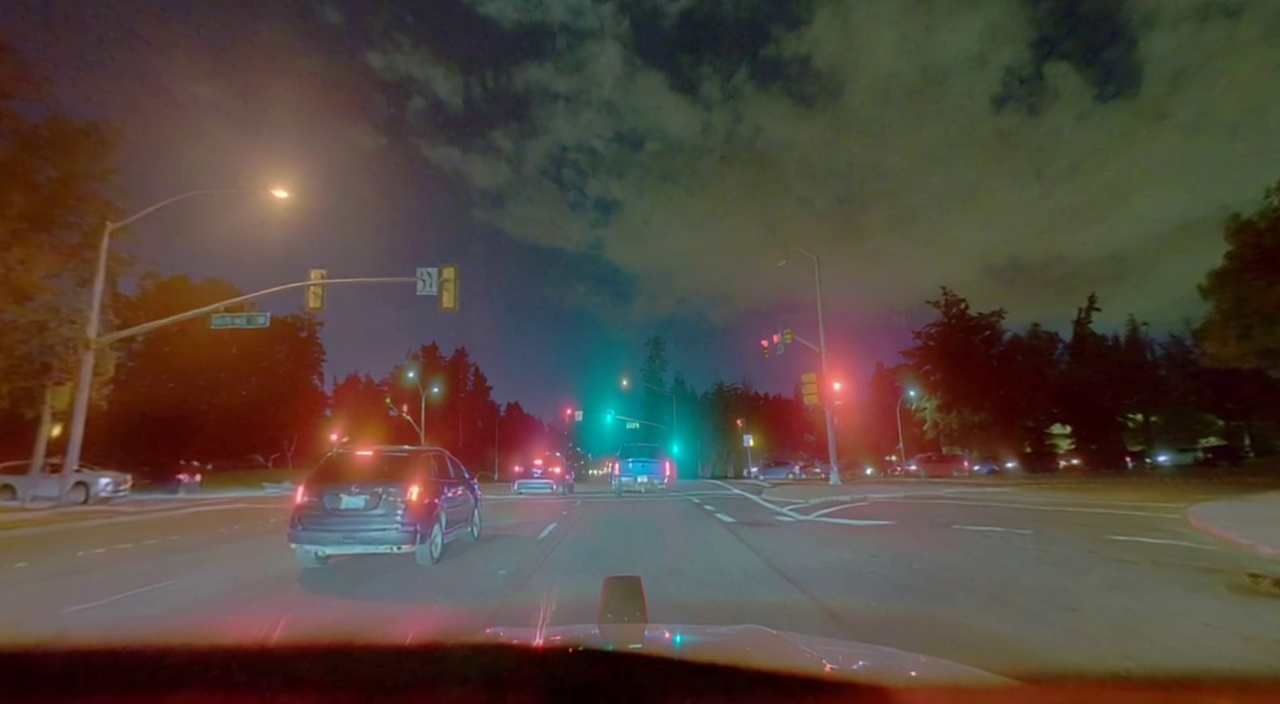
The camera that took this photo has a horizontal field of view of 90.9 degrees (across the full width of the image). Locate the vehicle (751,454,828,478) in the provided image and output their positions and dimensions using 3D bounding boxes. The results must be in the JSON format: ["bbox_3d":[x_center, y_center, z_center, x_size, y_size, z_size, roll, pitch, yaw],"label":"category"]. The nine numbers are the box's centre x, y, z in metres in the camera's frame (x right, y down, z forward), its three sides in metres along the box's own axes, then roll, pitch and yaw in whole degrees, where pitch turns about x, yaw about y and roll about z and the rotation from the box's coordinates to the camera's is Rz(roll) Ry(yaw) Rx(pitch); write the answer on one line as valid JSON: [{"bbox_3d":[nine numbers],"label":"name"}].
[{"bbox_3d":[10.606,8.131,44.903,4.875,1.473,2.077,-2,-11,-2],"label":"vehicle"}]

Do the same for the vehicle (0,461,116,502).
[{"bbox_3d":[-27.161,5.892,28.785,4.623,1.710,2.034,0,-8,1],"label":"vehicle"}]

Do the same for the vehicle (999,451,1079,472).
[{"bbox_3d":[28.674,7.849,45.371,4.365,1.448,1.928,0,-8,0],"label":"vehicle"}]

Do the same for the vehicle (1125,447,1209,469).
[{"bbox_3d":[37.818,7.571,45.235,4.525,1.468,1.839,1,-8,-5],"label":"vehicle"}]

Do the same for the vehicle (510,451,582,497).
[{"bbox_3d":[-3.393,4.468,23.586,2.013,1.474,4.393,0,-8,0],"label":"vehicle"}]

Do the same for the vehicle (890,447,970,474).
[{"bbox_3d":[20.723,7.772,45.176,4.585,1.681,2.140,-3,-10,-1],"label":"vehicle"}]

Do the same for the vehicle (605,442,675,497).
[{"bbox_3d":[0.009,3.954,21.674,2.163,1.678,3.846,0,-8,0],"label":"vehicle"}]

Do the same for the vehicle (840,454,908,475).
[{"bbox_3d":[18.095,8.710,48.919,4.478,1.495,2.063,0,-8,-1],"label":"vehicle"}]

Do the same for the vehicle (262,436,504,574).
[{"bbox_3d":[-3.281,1.974,8.913,1.960,1.528,3.490,0,-8,-1],"label":"vehicle"}]
